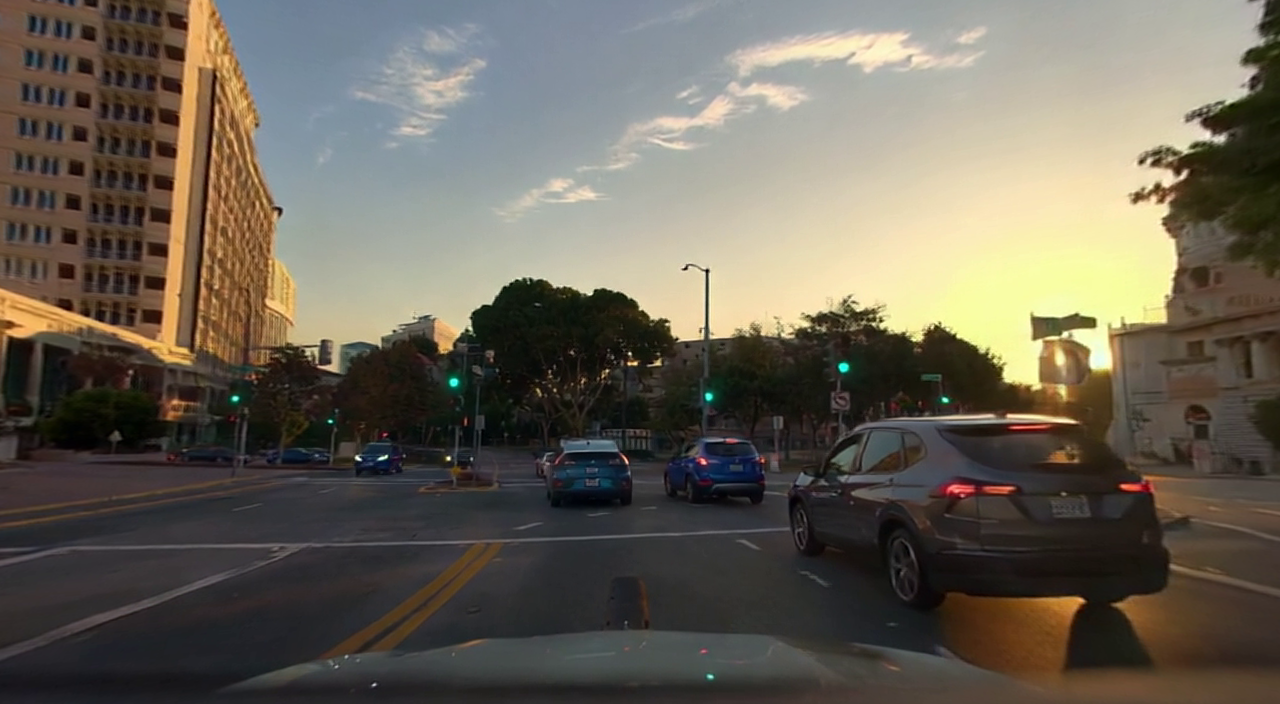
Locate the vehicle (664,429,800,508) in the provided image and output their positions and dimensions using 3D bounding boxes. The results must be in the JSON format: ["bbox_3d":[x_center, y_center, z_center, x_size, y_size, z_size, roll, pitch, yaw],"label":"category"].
[{"bbox_3d":[2.141,2.901,16.201,2.103,1.710,4.396,1,-9,-11],"label":"vehicle"}]

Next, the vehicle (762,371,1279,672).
[{"bbox_3d":[3.026,1.363,6.300,2.320,1.772,4.872,0,-9,-4],"label":"vehicle"}]

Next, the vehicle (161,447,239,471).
[{"bbox_3d":[-30.628,7.416,43.837,4.653,1.459,2.228,-3,-9,24],"label":"vehicle"}]

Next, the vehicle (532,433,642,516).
[{"bbox_3d":[-1.376,2.771,14.736,2.132,1.632,3.889,1,-9,-11],"label":"vehicle"}]

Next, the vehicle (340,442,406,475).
[{"bbox_3d":[-14.836,5.930,35.353,2.303,1.692,4.571,1,-9,-9],"label":"vehicle"}]
